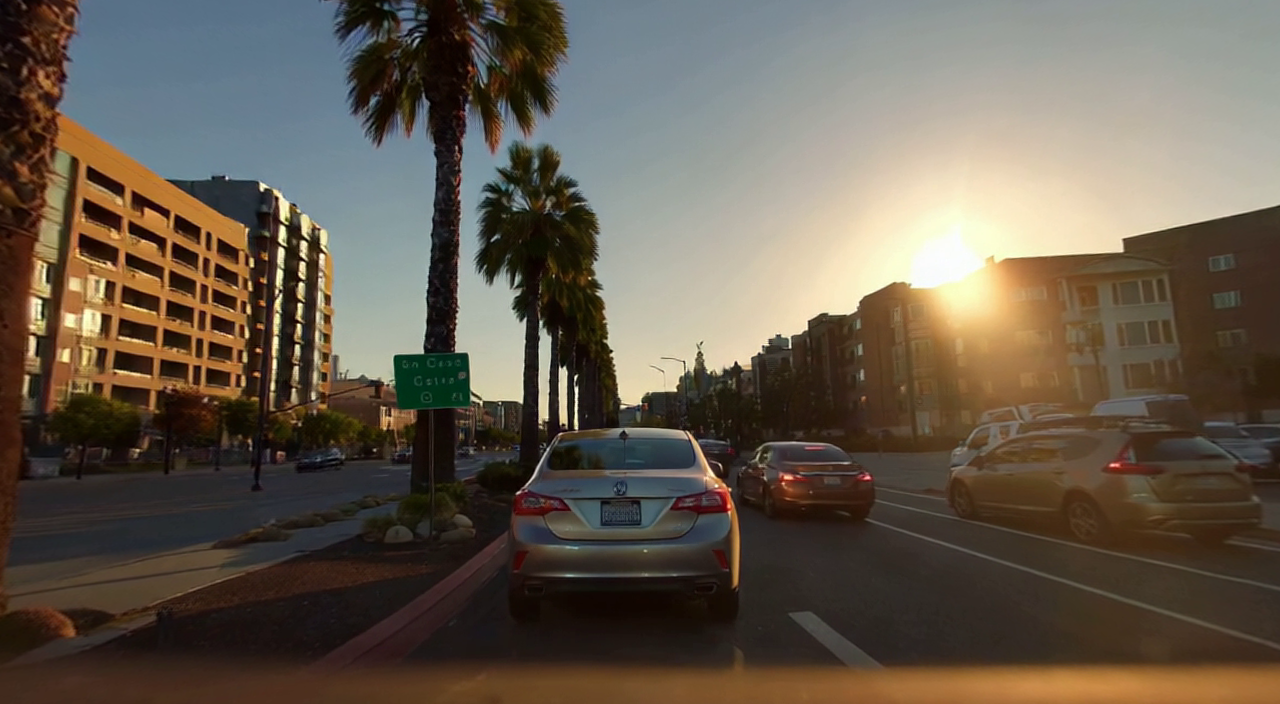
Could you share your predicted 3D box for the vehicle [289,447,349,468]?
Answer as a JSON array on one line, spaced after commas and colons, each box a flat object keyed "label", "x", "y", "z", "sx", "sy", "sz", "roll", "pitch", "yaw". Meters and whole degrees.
[{"label": "vehicle", "x": -23.877, "y": 7.841, "z": 47.235, "sx": 1.972, "sy": 1.425, "sz": 4.765, "roll": 0, "pitch": -8, "yaw": 0}]

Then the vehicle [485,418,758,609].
[{"label": "vehicle", "x": -0.154, "y": 1.577, "z": 7.052, "sx": 2.158, "sy": 1.498, "sz": 3.919, "roll": 0, "pitch": -8, "yaw": 0}]

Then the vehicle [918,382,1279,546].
[{"label": "vehicle", "x": 7.194, "y": 1.839, "z": 10.911, "sx": 2.254, "sy": 2.072, "sz": 5.577, "roll": 0, "pitch": -8, "yaw": 1}]

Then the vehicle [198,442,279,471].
[{"label": "vehicle", "x": -28.342, "y": 7.348, "z": 44.842, "sx": 2.115, "sy": 1.884, "sz": 5.481, "roll": 0, "pitch": -8, "yaw": 0}]

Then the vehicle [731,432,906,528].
[{"label": "vehicle", "x": 3.085, "y": 2.310, "z": 12.036, "sx": 1.925, "sy": 1.451, "sz": 4.436, "roll": 0, "pitch": -8, "yaw": -2}]
